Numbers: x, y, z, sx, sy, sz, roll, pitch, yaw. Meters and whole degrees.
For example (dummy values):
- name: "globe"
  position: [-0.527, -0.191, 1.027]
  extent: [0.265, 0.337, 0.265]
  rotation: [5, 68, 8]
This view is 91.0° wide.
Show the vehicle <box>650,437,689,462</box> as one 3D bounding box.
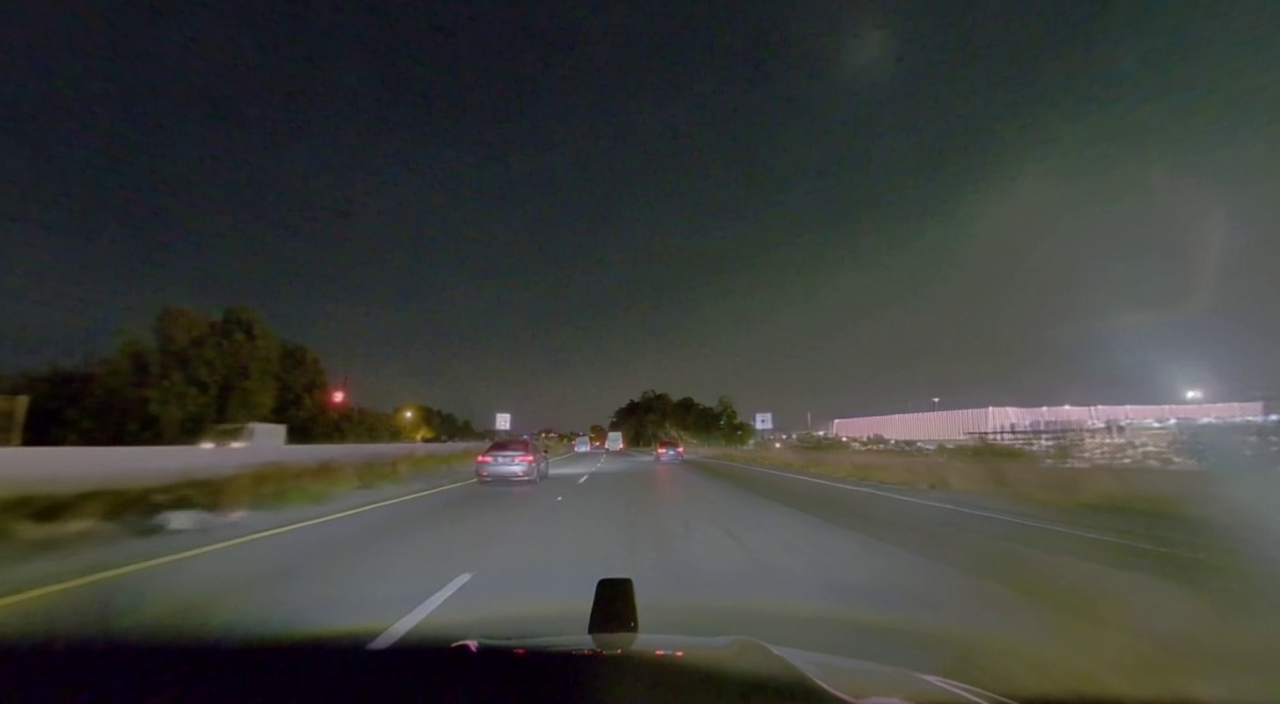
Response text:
- name: "vehicle"
  position: [1.993, 6.790, 43.851]
  extent: [2.078, 1.608, 3.982]
  rotation: [0, -8, -6]

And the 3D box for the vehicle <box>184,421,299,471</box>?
- name: "vehicle"
  position: [-17.403, 4.117, 27.830]
  extent: [2.115, 1.986, 4.769]
  rotation: [0, -8, -3]

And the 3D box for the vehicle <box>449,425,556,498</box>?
- name: "vehicle"
  position: [-3.635, 2.966, 17.480]
  extent: [2.080, 1.733, 4.410]
  rotation: [0, -8, -1]
